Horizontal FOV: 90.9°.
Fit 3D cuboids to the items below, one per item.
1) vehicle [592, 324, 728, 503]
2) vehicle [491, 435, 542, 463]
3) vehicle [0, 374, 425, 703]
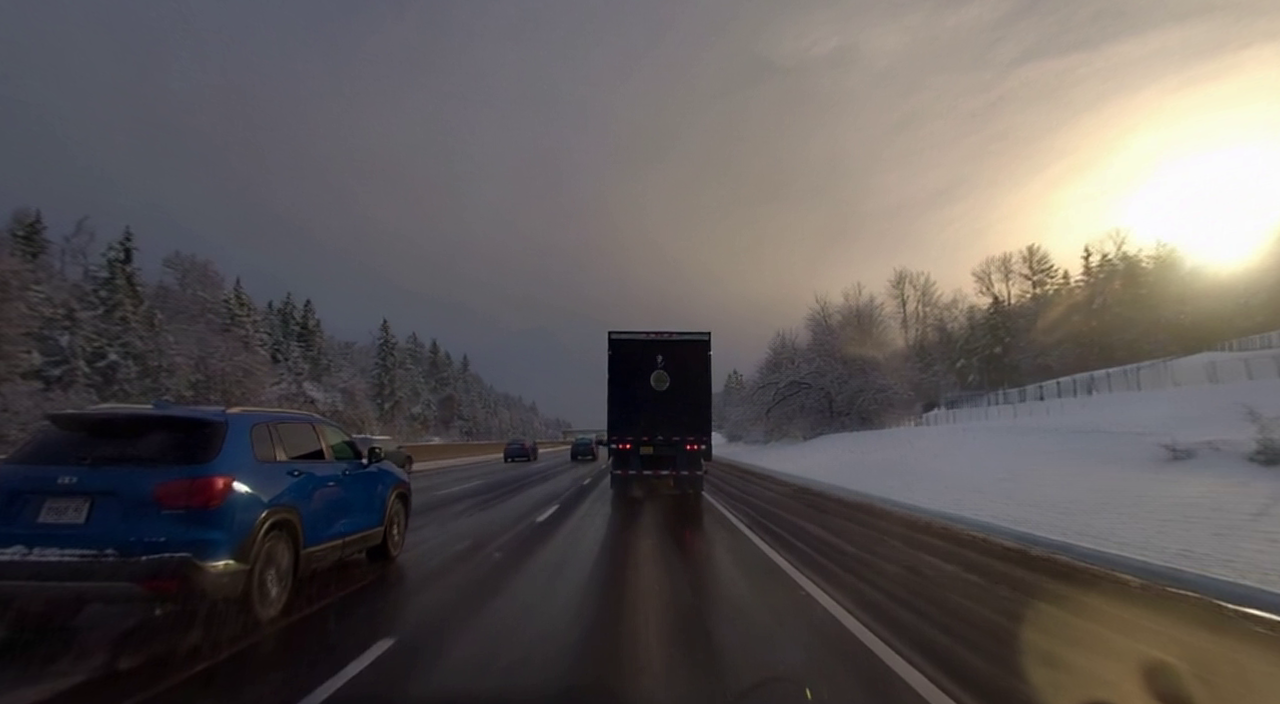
[{"bbox_3d":[0.481,2.063,18.887,2.870,3.841,10.653,0,-8,1],"label":"vehicle"},{"bbox_3d":[-6.766,5.366,35.047,1.882,1.451,4.416,0,-8,1],"label":"vehicle"},{"bbox_3d":[-3.655,1.253,5.338,2.077,1.671,4.249,0,-8,1],"label":"vehicle"}]
